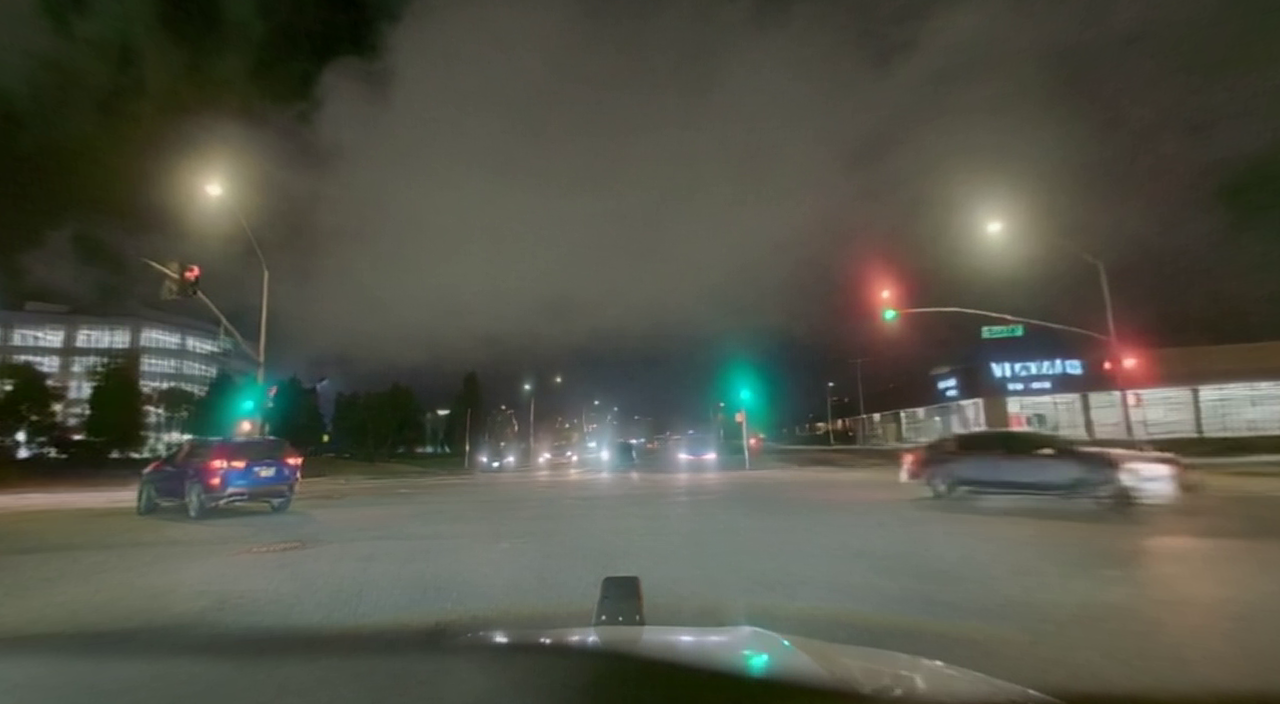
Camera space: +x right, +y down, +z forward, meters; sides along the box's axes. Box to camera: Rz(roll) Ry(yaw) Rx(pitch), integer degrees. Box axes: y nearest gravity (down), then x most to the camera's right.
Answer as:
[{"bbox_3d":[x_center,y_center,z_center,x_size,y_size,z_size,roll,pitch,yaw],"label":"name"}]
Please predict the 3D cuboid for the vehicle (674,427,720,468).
[{"bbox_3d":[2.943,4.893,32.588,2.160,1.948,4.784,-1,-8,6],"label":"vehicle"}]

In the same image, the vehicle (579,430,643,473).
[{"bbox_3d":[-1.238,4.551,29.072,2.162,1.788,4.602,-2,-8,8],"label":"vehicle"}]

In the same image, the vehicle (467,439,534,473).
[{"bbox_3d":[-7.179,5.369,32.987,2.005,1.596,4.342,-2,-8,8],"label":"vehicle"}]

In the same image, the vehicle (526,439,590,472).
[{"bbox_3d":[-4.058,5.170,31.877,2.163,1.529,4.210,-2,-8,8],"label":"vehicle"}]

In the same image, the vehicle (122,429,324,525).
[{"bbox_3d":[-9.272,2.640,13.967,4.445,1.762,2.238,-7,-10,36],"label":"vehicle"}]

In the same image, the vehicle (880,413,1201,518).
[{"bbox_3d":[7.474,2.114,12.315,2.142,1.607,4.733,6,-10,-38],"label":"vehicle"}]
